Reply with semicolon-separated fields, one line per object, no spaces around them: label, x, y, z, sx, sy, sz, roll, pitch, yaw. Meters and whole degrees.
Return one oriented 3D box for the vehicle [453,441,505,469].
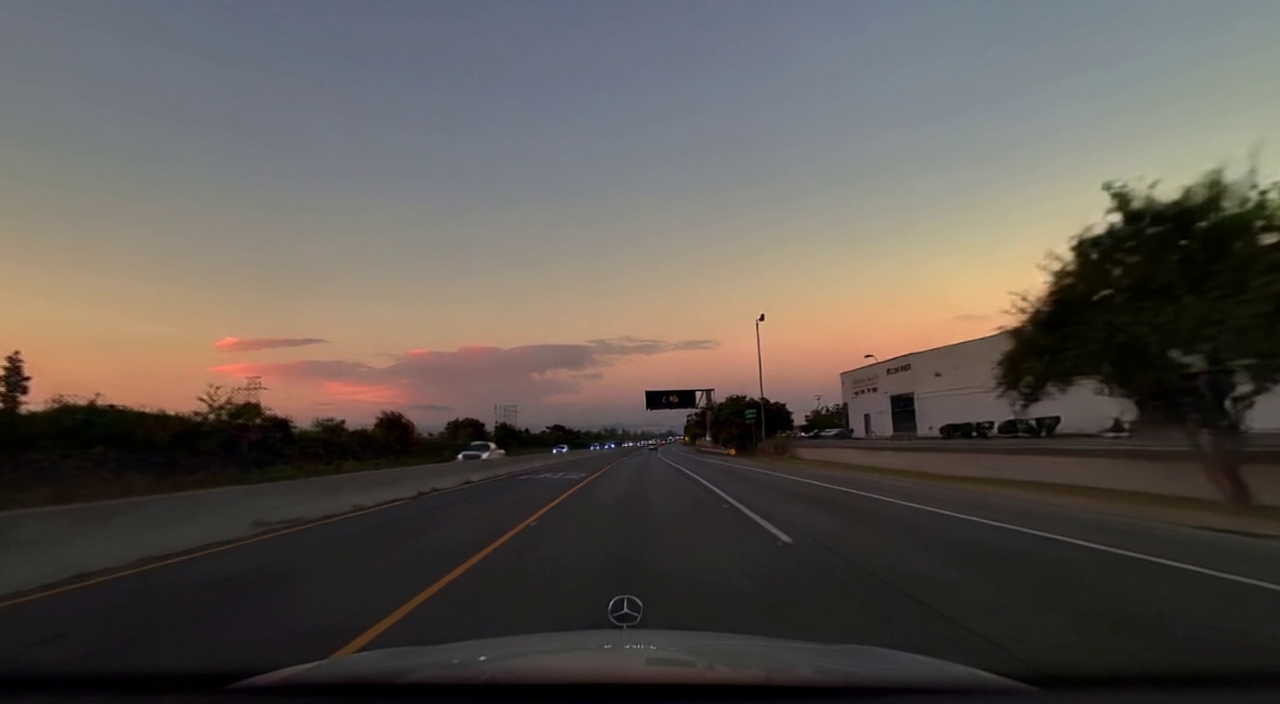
vehicle;-10.766;6.900;42.500;2.040;1.711;5.175;0;-8;1
